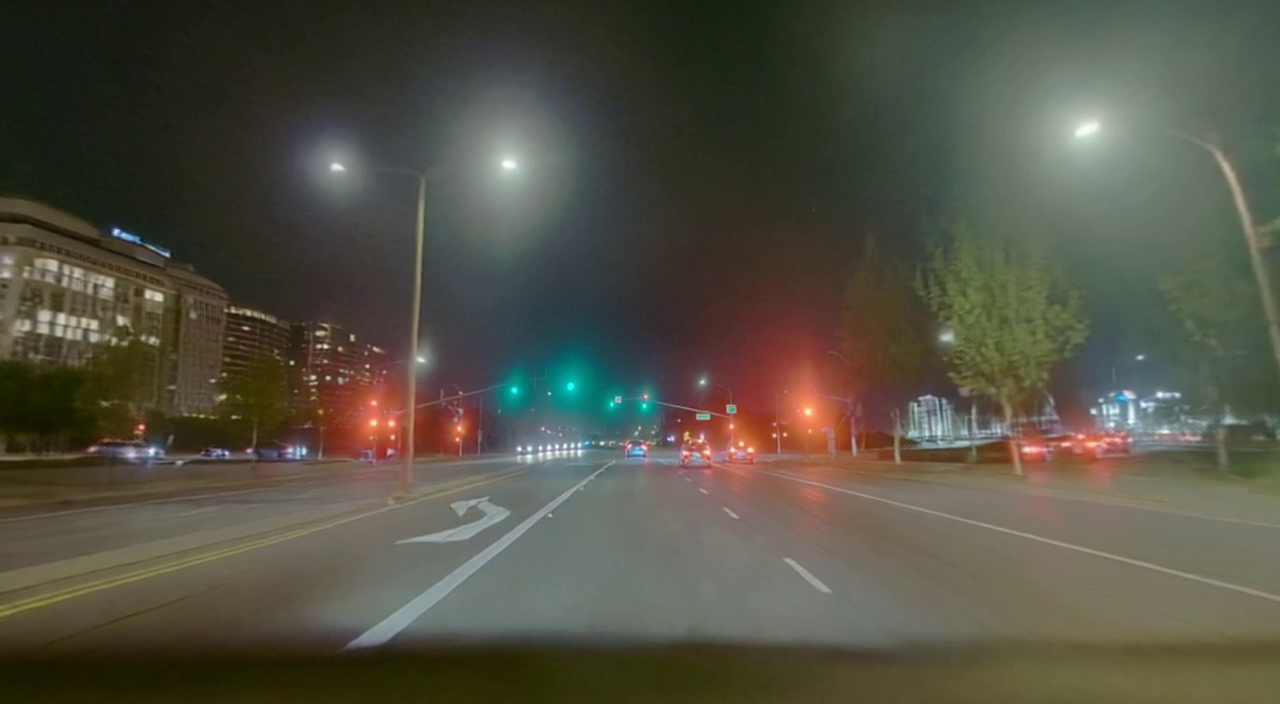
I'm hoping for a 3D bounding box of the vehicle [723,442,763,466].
[{"bbox_3d":[6.817,6.808,42.214,1.861,1.473,4.393,0,-8,-1],"label":"vehicle"}]

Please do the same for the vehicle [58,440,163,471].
[{"bbox_3d":[-33.810,6.607,40.596,2.202,1.774,5.174,1,-8,1],"label":"vehicle"}]

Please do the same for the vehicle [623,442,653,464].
[{"bbox_3d":[-0.126,7.414,46.428,2.143,1.480,4.006,0,-8,0],"label":"vehicle"}]

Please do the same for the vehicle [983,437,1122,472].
[{"bbox_3d":[23.742,5.938,36.611,6.313,1.772,2.263,-9,-11,43],"label":"vehicle"}]

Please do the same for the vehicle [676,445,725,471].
[{"bbox_3d":[3.227,5.769,34.678,2.080,1.321,4.382,0,-9,-2],"label":"vehicle"}]
